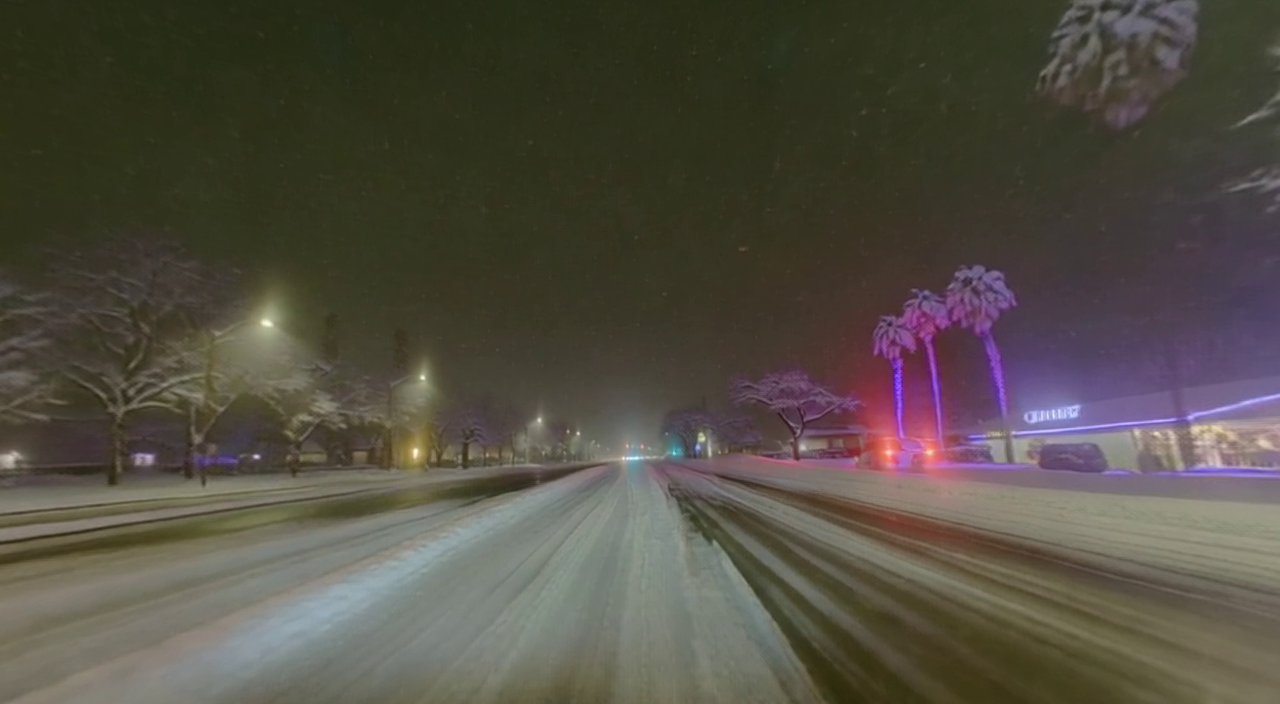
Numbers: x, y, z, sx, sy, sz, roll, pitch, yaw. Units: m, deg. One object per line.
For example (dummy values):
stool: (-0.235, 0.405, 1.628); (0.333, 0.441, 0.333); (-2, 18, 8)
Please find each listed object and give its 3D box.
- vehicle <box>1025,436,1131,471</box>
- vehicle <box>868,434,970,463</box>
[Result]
vehicle: (20.467, 4.754, 29.650); (3.576, 1.443, 1.822); (-2, -8, -2)
vehicle: (21.480, 7.449, 48.822); (6.489, 2.179, 2.882); (0, -8, -2)
